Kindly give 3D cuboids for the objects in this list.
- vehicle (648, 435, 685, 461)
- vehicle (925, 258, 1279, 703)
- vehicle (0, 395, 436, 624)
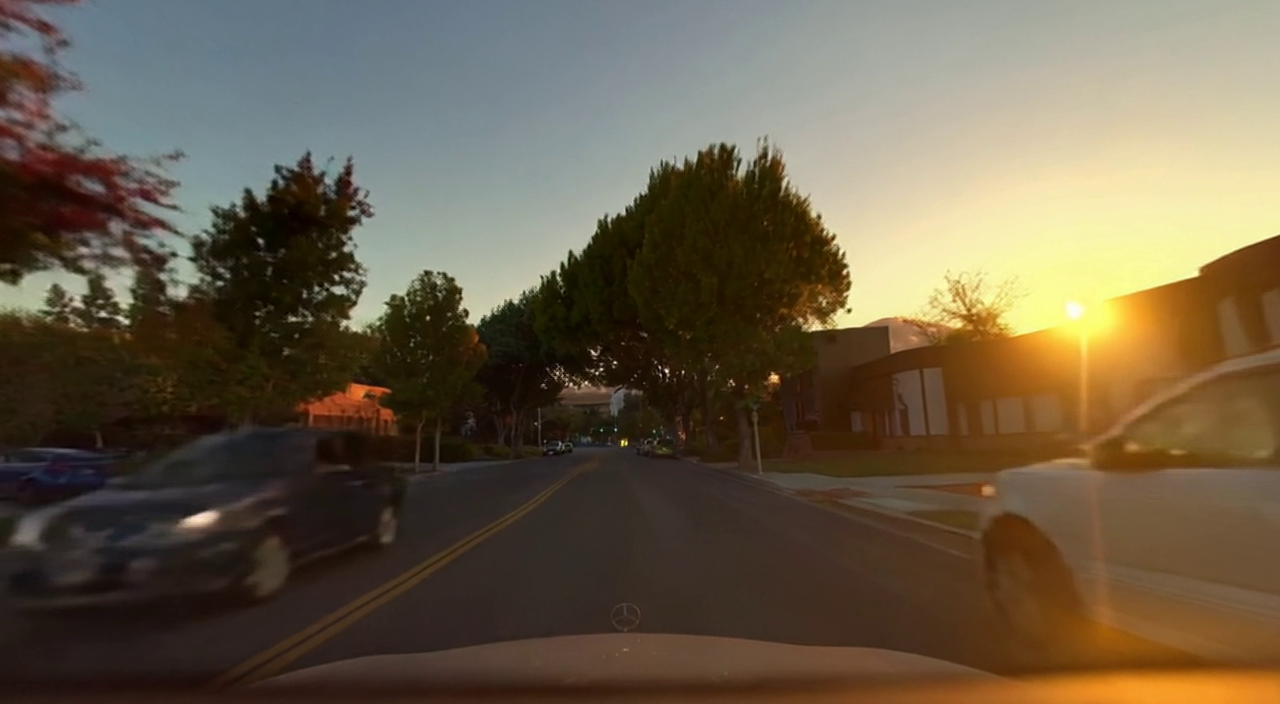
[{"bbox_3d":[1.964,7.310,48.219,2.248,1.821,5.021,0,-8,-4],"label":"vehicle"},{"bbox_3d":[3.593,0.677,2.505,2.393,2.012,5.060,0,-8,-2],"label":"vehicle"},{"bbox_3d":[-4.091,1.560,7.240,2.088,1.772,4.375,0,-8,-1],"label":"vehicle"}]
